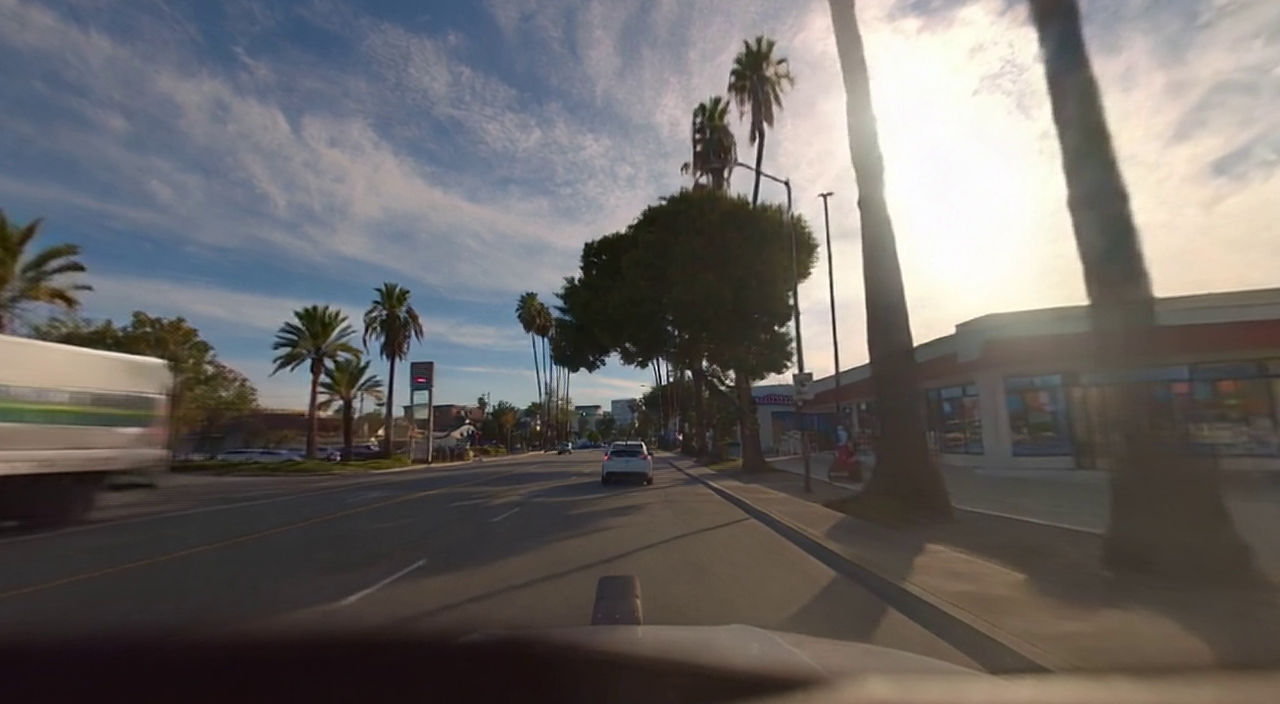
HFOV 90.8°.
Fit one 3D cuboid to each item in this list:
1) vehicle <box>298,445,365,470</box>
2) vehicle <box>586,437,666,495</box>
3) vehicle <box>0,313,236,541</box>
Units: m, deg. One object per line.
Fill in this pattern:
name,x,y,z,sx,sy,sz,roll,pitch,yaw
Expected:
vehicle,-23.110,7.909,47.313,4.573,1.725,2.054,-5,-8,23
vehicle,-0.378,3.286,18.535,2.076,1.486,4.119,0,-8,-1
vehicle,-11.537,1.071,9.196,3.022,3.532,12.586,0,-9,0
